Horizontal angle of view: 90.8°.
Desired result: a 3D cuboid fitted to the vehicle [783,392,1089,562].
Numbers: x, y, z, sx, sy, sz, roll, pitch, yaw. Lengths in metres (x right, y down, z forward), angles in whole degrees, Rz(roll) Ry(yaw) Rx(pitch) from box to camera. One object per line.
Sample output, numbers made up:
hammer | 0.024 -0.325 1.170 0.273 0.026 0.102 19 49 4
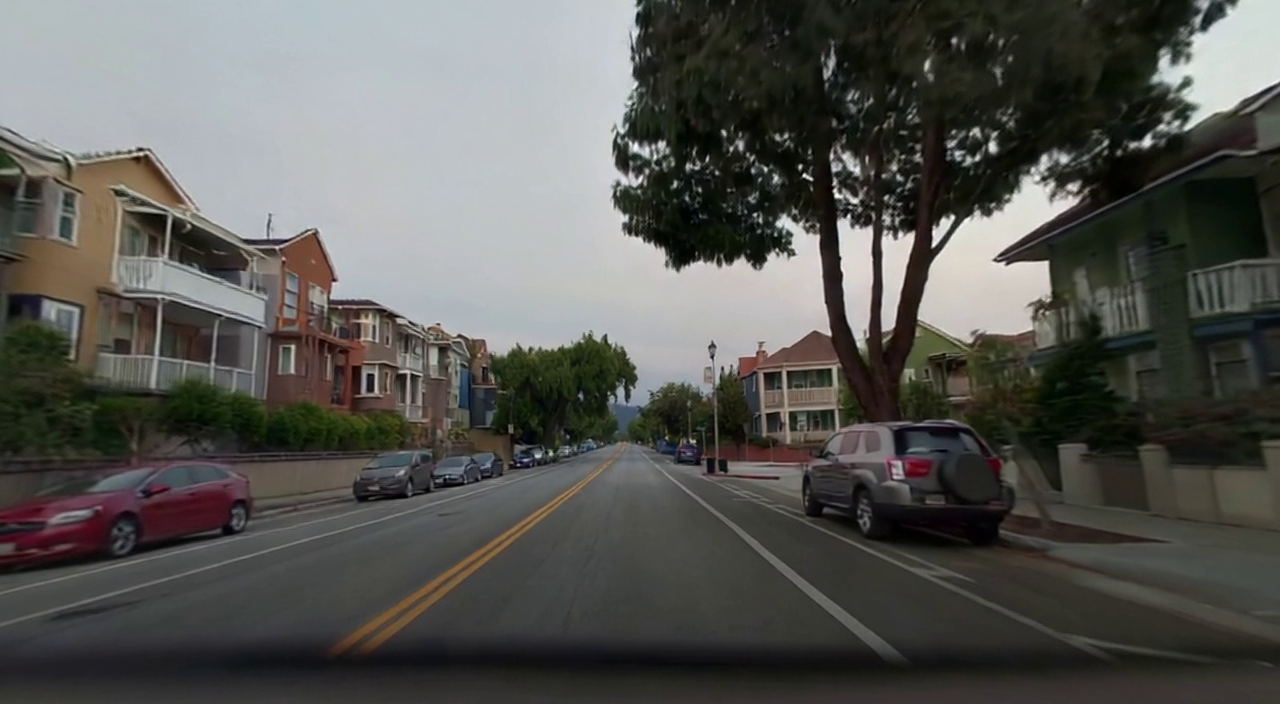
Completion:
vehicle | 4.279 1.958 10.668 2.393 2.075 5.683 0 -9 0

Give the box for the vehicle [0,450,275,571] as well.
vehicle | -8.283 2.403 10.424 1.983 1.514 4.459 0 -9 -2

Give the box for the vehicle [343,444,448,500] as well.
vehicle | -8.203 4.029 21.663 1.919 1.698 4.328 0 -9 -1

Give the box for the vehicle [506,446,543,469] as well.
vehicle | -8.362 7.657 46.085 1.967 1.517 4.360 0 -9 -2
